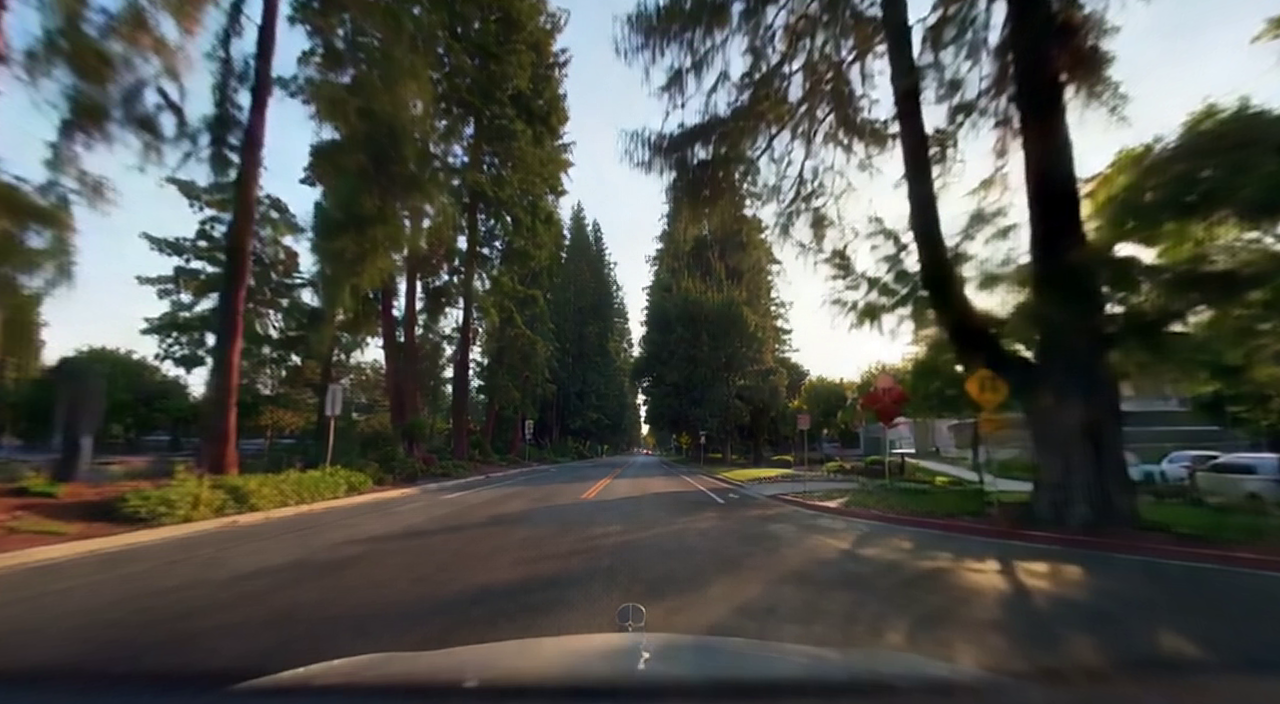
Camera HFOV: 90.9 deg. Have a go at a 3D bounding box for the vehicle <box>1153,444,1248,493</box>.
[{"bbox_3d":[22.621,4.651,25.619,1.884,1.773,3.887,-5,-9,28],"label":"vehicle"}]

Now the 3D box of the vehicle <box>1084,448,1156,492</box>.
[{"bbox_3d":[20.089,4.890,26.548,1.958,1.644,4.527,-5,-10,32],"label":"vehicle"}]
